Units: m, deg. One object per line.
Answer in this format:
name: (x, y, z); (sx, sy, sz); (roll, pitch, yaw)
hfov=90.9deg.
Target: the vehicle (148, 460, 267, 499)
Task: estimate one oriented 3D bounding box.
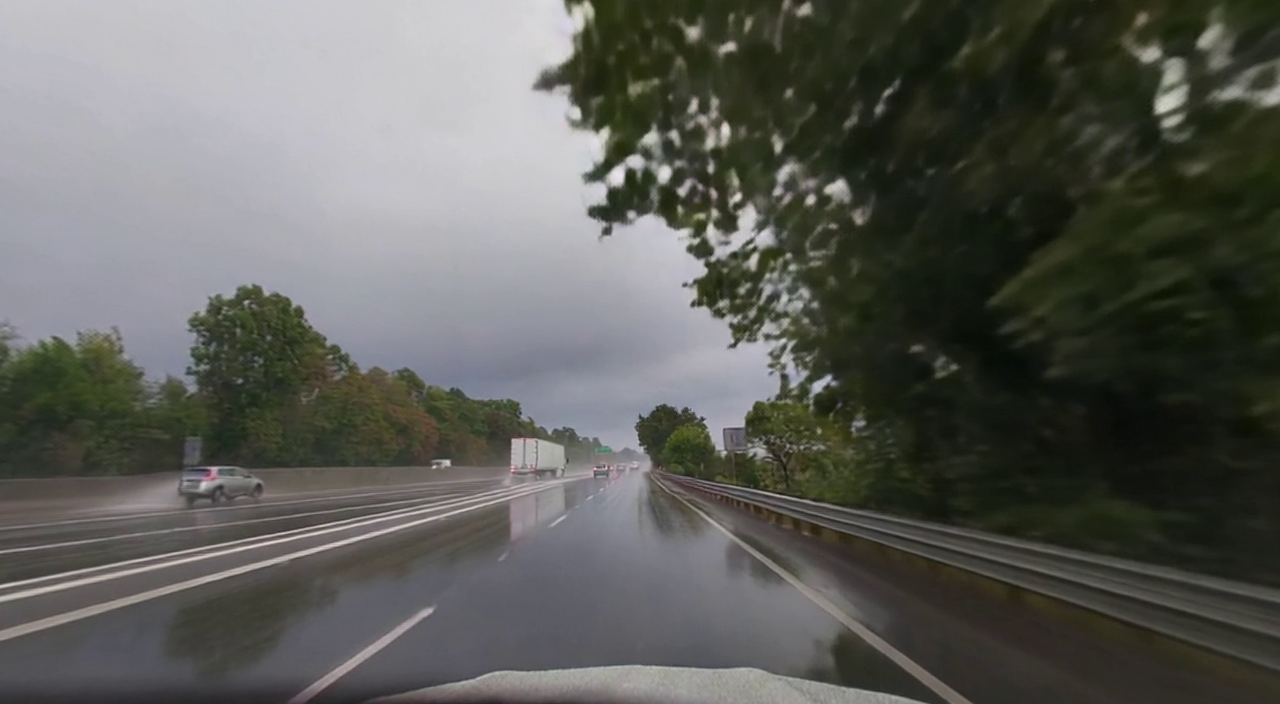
vehicle: (-17.649, 5.224, 25.989); (1.745, 1.430, 4.252); (0, -10, 2)
